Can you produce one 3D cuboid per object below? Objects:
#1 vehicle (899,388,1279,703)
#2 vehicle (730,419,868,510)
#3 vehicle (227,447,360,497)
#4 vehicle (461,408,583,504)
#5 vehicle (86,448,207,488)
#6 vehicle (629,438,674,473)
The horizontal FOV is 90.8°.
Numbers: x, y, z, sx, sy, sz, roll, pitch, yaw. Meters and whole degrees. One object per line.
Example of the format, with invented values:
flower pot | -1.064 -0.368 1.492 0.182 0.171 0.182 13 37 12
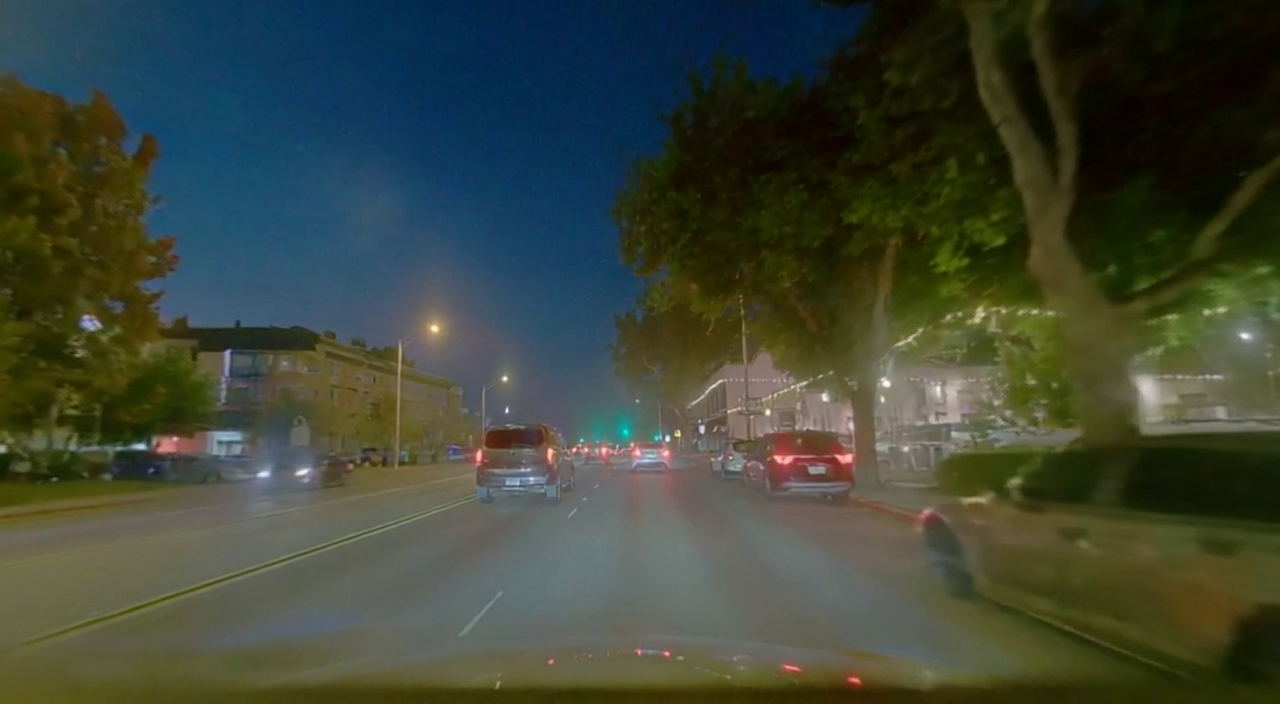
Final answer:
vehicle | 3.749 1.132 3.851 2.047 1.584 5.135 0 -9 -1
vehicle | 3.661 2.709 15.613 2.090 1.861 4.805 0 -9 -1
vehicle | -12.730 4.392 23.739 2.006 1.643 5.272 0 -9 0
vehicle | -2.881 2.723 16.793 2.213 2.123 5.124 0 -9 0
vehicle | -25.075 5.874 32.439 2.095 1.862 5.261 1 -9 -3
vehicle | 0.536 5.284 32.499 2.126 1.657 4.132 0 -9 0
